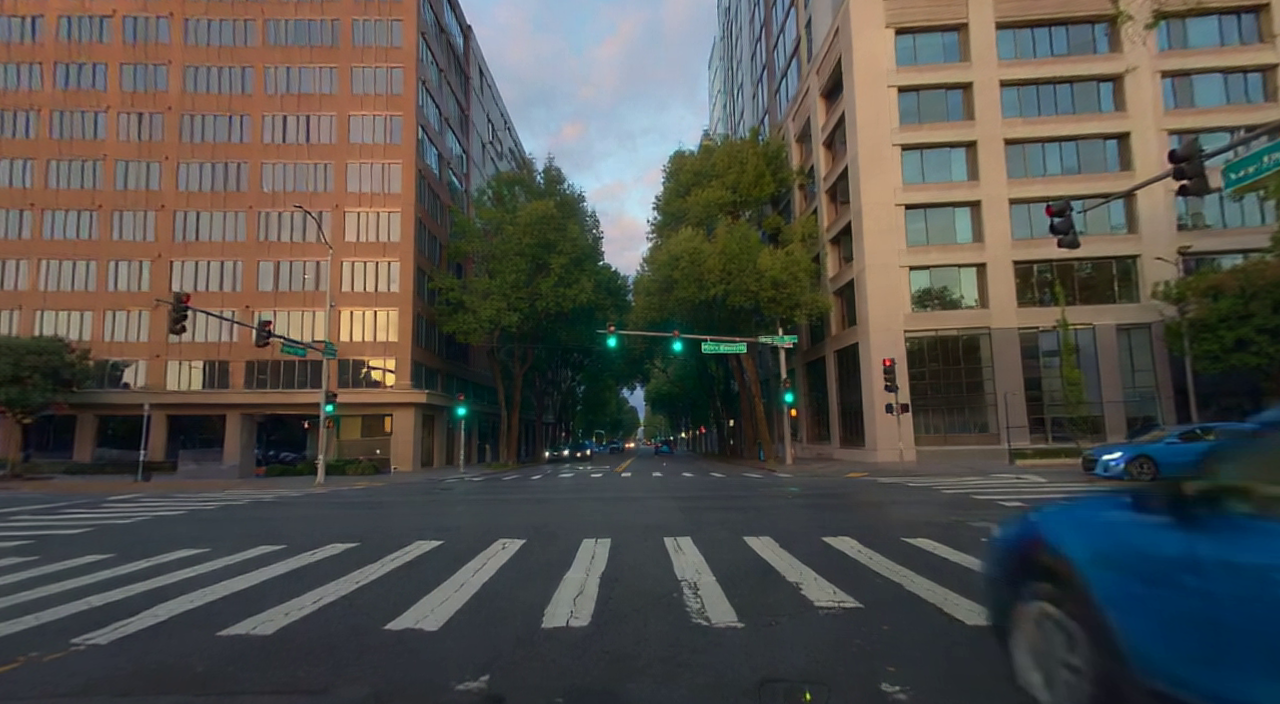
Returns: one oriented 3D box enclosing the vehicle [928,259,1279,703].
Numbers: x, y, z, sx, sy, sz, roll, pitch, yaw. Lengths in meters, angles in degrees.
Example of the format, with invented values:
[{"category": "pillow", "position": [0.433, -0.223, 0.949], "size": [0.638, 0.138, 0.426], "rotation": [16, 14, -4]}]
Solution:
[{"category": "vehicle", "position": [2.966, 0.595, 1.410], "size": [2.301, 1.816, 4.871], "rotation": [0, -8, 0]}]
